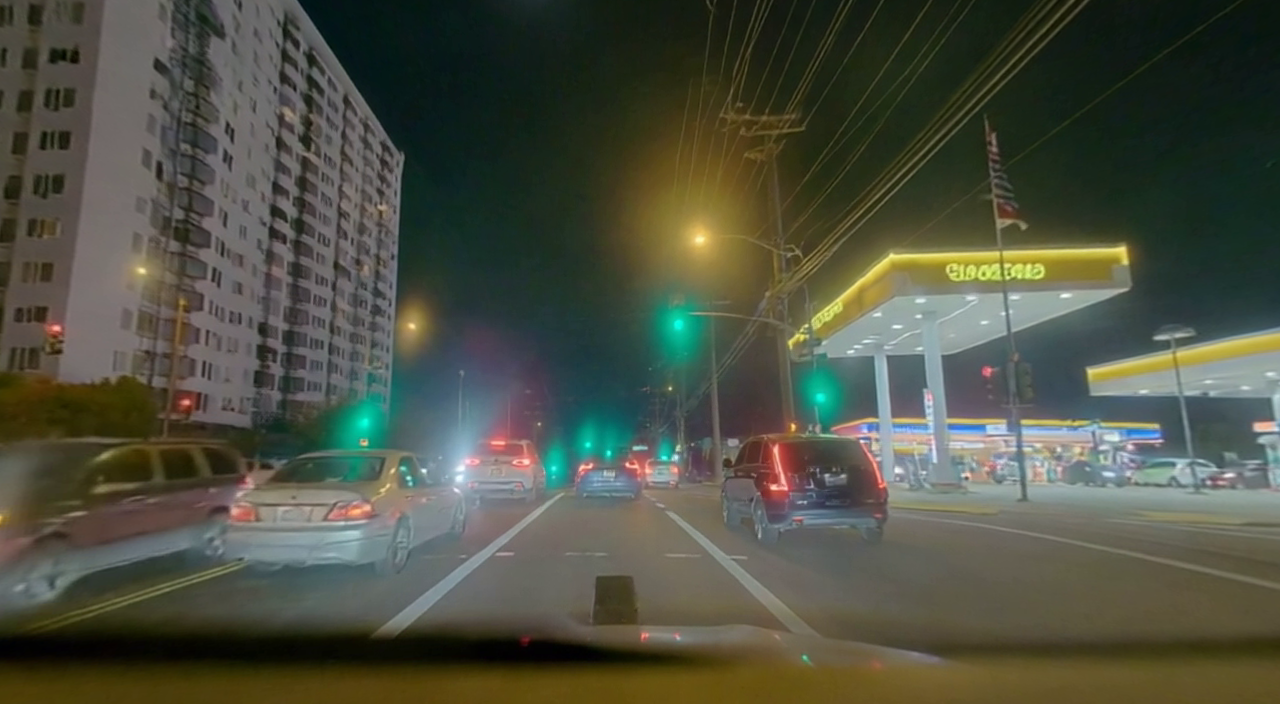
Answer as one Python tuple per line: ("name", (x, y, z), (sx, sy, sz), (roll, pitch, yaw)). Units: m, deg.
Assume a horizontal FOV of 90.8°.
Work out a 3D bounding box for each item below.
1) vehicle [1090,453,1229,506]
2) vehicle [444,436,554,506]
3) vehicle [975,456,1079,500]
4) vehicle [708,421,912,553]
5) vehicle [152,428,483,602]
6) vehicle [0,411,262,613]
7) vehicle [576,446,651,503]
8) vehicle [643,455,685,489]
("vehicle", (20.658, 5.039, 25.423), (1.878, 1.680, 4.244), (-2, -7, -1))
("vehicle", (-3.809, 3.278, 17.949), (2.221, 1.706, 4.451), (0, -8, -2))
("vehicle", (15.201, 4.924, 25.141), (1.959, 1.482, 4.664), (-2, -8, 12))
("vehicle", (2.389, 2.010, 10.155), (1.945, 1.647, 4.160), (0, -8, -3))
("vehicle", (-3.310, 1.715, 7.663), (1.932, 1.458, 4.330), (0, -8, -3))
("vehicle", (-6.651, 1.649, 7.258), (2.069, 1.735, 4.240), (0, -8, -2))
("vehicle", (-0.792, 3.565, 18.848), (1.999, 1.487, 3.939), (0, -8, -2))
("vehicle", (1.279, 6.710, 35.506), (1.953, 1.687, 4.094), (0, -8, -4))
